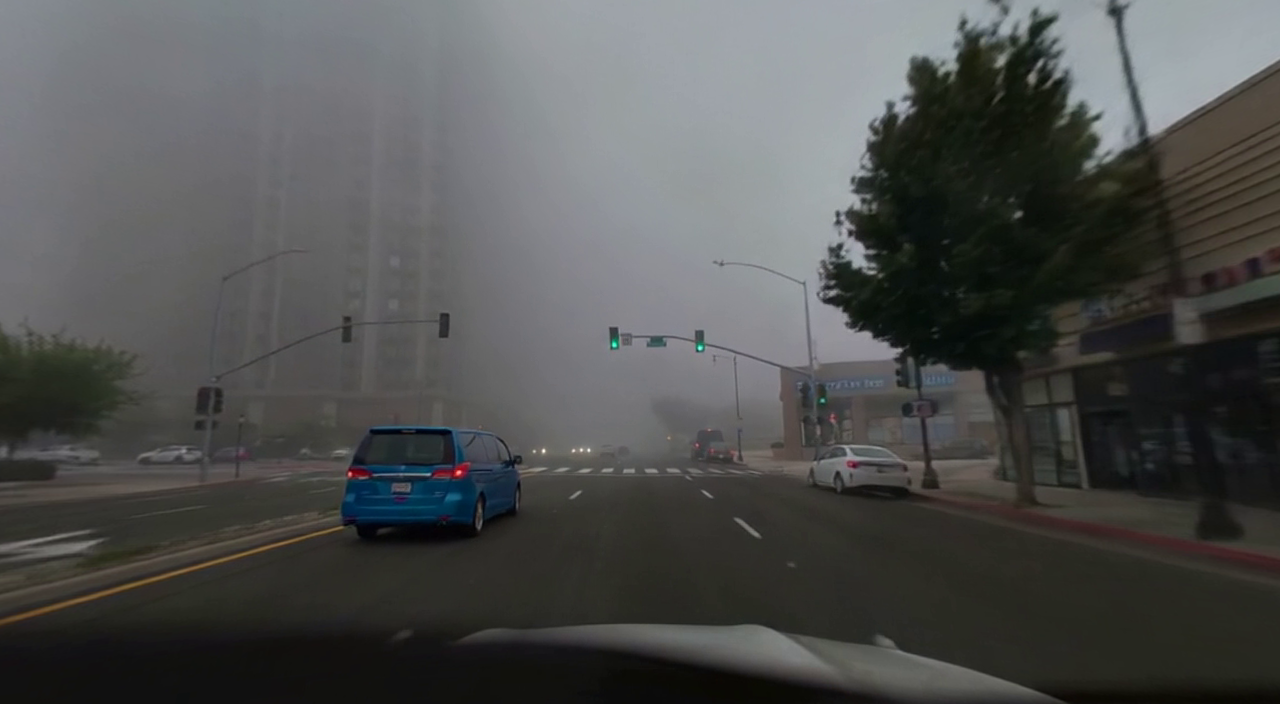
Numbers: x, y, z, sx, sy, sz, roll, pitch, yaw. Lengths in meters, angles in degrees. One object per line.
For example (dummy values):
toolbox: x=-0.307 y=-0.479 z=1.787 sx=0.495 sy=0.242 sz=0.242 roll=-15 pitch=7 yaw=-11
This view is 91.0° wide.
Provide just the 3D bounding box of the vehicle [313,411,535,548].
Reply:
vehicle: x=-3.054 y=1.891 z=9.898 sx=2.080 sy=1.722 sz=3.766 roll=0 pitch=-8 yaw=1

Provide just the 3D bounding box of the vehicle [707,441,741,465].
vehicle: x=6.355 y=7.661 z=47.986 sx=1.942 sy=1.753 sz=4.912 roll=0 pitch=-8 yaw=0

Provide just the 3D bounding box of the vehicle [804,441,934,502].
vehicle: x=6.459 y=3.398 z=18.440 sx=1.967 sy=1.534 sz=4.683 roll=0 pitch=-8 yaw=-1
